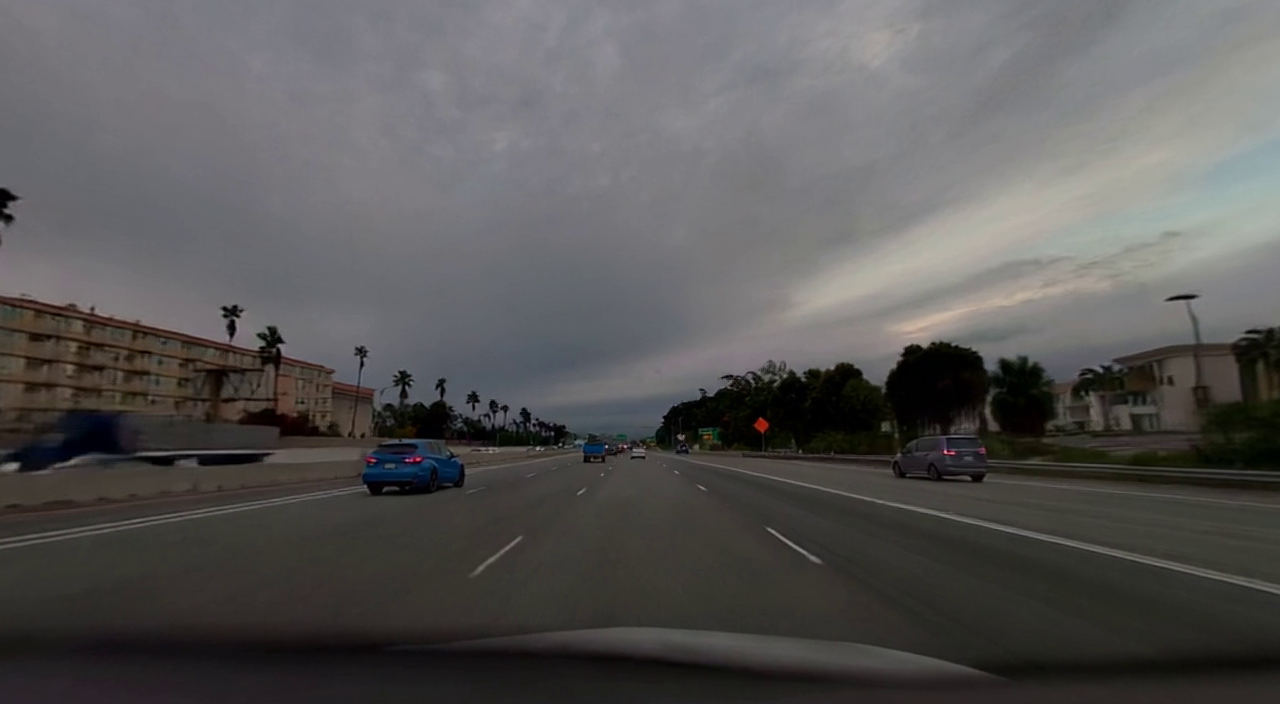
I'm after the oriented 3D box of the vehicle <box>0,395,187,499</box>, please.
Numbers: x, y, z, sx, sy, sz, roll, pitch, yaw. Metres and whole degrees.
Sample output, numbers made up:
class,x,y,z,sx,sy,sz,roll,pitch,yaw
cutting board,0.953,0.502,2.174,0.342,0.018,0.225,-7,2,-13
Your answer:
class,x,y,z,sx,sy,sz,roll,pitch,yaw
vehicle,-21.581,3.585,23.562,3.068,3.193,8.494,0,-9,-1

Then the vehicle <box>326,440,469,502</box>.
class,x,y,z,sx,sy,sz,roll,pitch,yaw
vehicle,-6.552,3.269,17.833,2.018,1.480,4.999,0,-9,1

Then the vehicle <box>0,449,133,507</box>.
class,x,y,z,sx,sy,sz,roll,pitch,yaw
vehicle,-17.490,3.539,18.134,1.955,1.494,4.733,0,-9,0

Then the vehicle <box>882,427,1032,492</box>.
class,x,y,z,sx,sy,sz,roll,pitch,yaw
vehicle,9.662,3.334,19.797,2.168,1.792,4.457,0,-9,-3
